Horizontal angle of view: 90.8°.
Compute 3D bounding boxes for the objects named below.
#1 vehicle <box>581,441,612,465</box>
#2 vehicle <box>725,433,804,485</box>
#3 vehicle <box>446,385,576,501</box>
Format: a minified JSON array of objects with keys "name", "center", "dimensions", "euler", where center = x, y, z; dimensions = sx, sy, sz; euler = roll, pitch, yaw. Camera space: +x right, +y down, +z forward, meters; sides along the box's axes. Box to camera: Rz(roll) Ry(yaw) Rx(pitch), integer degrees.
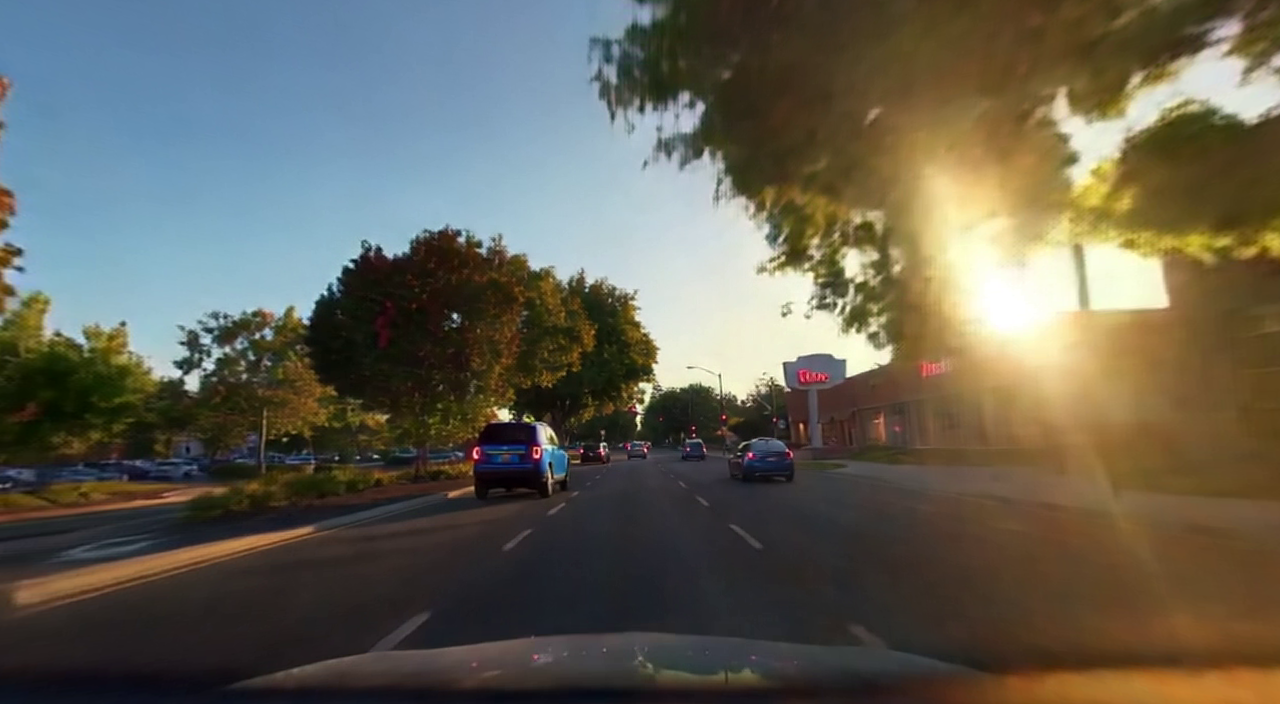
[{"name":"vehicle","center":[-3.369,7.879,49.314],"dimensions":[2.030,1.724,4.365],"euler":[0,-9,1]},{"name":"vehicle","center":[4.319,3.788,22.629],"dimensions":[1.869,1.646,4.166],"euler":[0,-9,-2]},{"name":"vehicle","center":[-3.416,2.641,18.291],"dimensions":[2.443,2.784,5.862],"euler":[0,-9,1]}]
